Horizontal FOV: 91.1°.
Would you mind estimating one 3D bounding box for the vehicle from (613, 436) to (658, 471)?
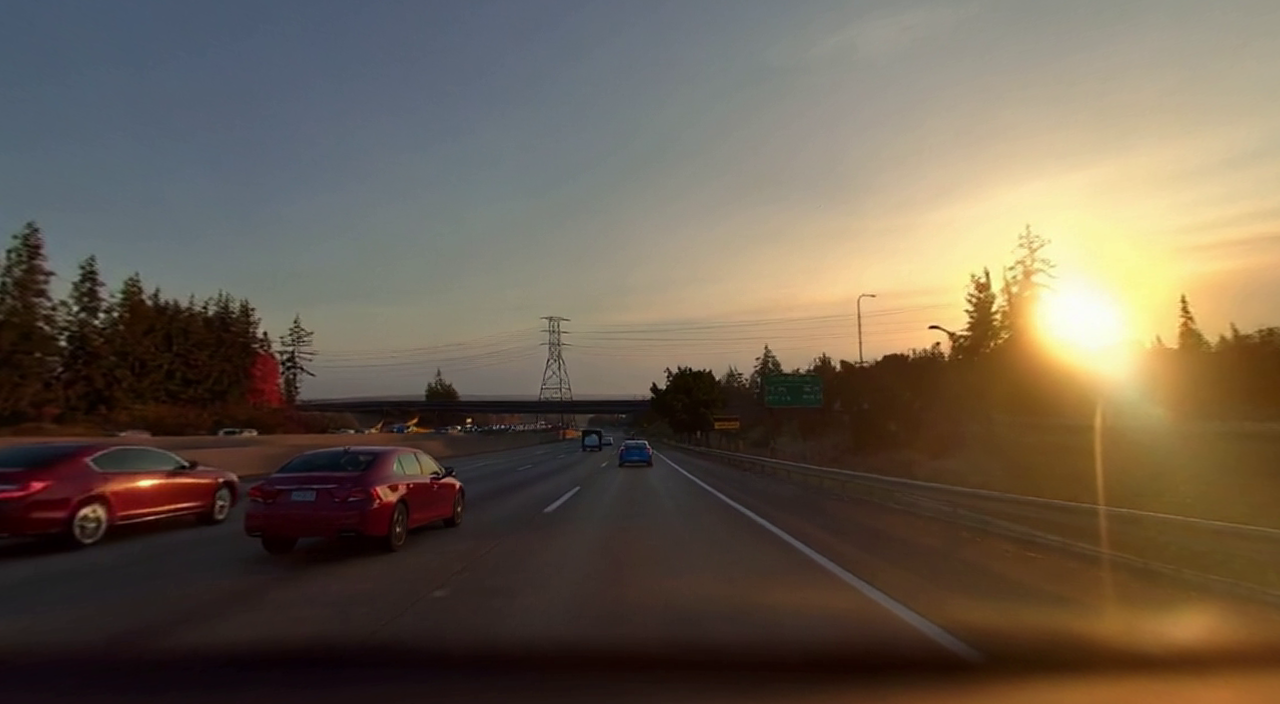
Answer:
[{"bbox_3d":[-0.216,4.665,29.065,1.954,1.460,3.983,0,-8,-1],"label":"vehicle"}]

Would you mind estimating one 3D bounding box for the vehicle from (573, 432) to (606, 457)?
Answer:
[{"bbox_3d":[-3.777,6.978,47.480,2.174,1.806,3.932,0,-8,0],"label":"vehicle"}]

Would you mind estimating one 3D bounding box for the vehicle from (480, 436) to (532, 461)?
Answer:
[{"bbox_3d":[-8.387,6.100,39.764,2.053,1.486,5.050,0,-8,1],"label":"vehicle"}]

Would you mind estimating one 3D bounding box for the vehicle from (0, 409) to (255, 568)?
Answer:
[{"bbox_3d":[-7.527,1.658,8.202,1.968,1.614,4.674,0,-8,1],"label":"vehicle"}]

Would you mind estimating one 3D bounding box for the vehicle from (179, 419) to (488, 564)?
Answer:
[{"bbox_3d":[-3.789,1.803,8.958,2.035,1.514,4.600,0,-8,1],"label":"vehicle"}]
